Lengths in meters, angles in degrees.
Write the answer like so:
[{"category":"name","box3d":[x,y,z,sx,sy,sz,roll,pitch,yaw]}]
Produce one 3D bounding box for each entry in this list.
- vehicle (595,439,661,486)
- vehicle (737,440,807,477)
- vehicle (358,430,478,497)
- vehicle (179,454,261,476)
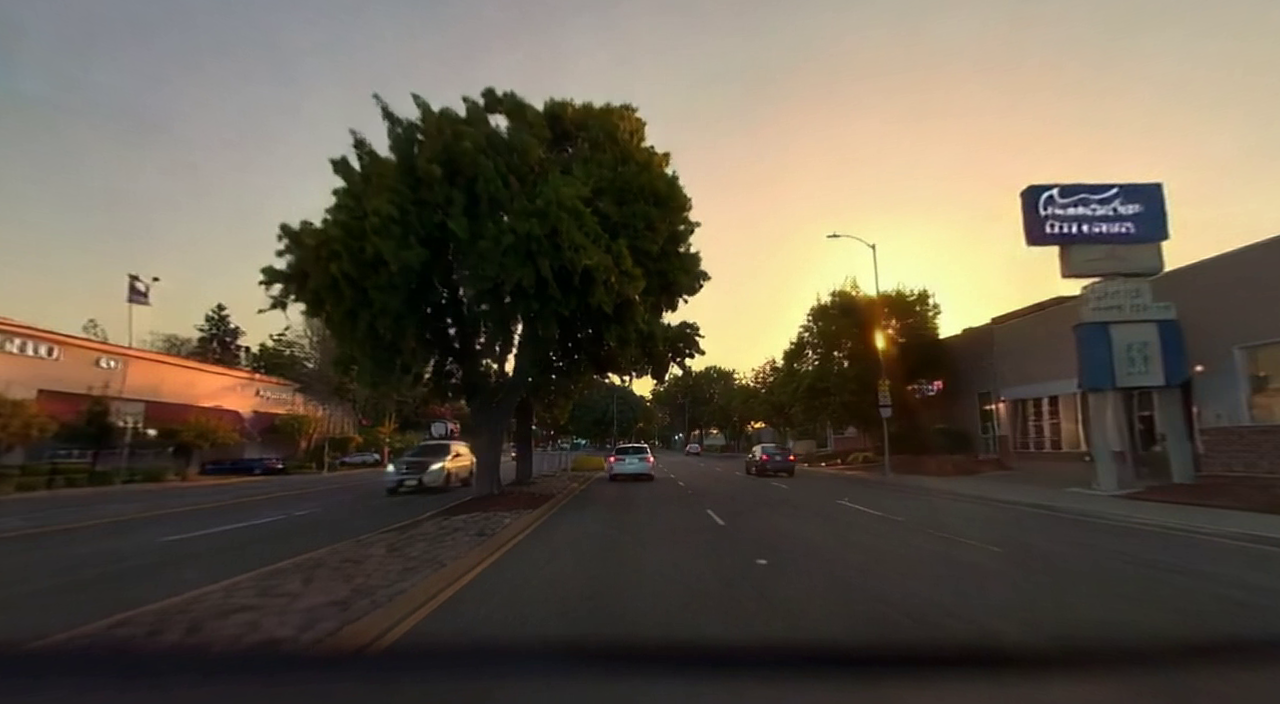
[{"category":"vehicle","box3d":[-0.393,3.864,22.350,2.106,1.496,3.964,0,-9,0]},{"category":"vehicle","box3d":[6.239,5.082,30.445,2.244,1.618,4.585,0,-9,-2]},{"category":"vehicle","box3d":[-6.320,3.232,18.605,2.156,1.702,4.379,1,-9,-4]},{"category":"vehicle","box3d":[-30.958,8.347,46.652,4.544,1.533,2.026,0,-9,0]}]
